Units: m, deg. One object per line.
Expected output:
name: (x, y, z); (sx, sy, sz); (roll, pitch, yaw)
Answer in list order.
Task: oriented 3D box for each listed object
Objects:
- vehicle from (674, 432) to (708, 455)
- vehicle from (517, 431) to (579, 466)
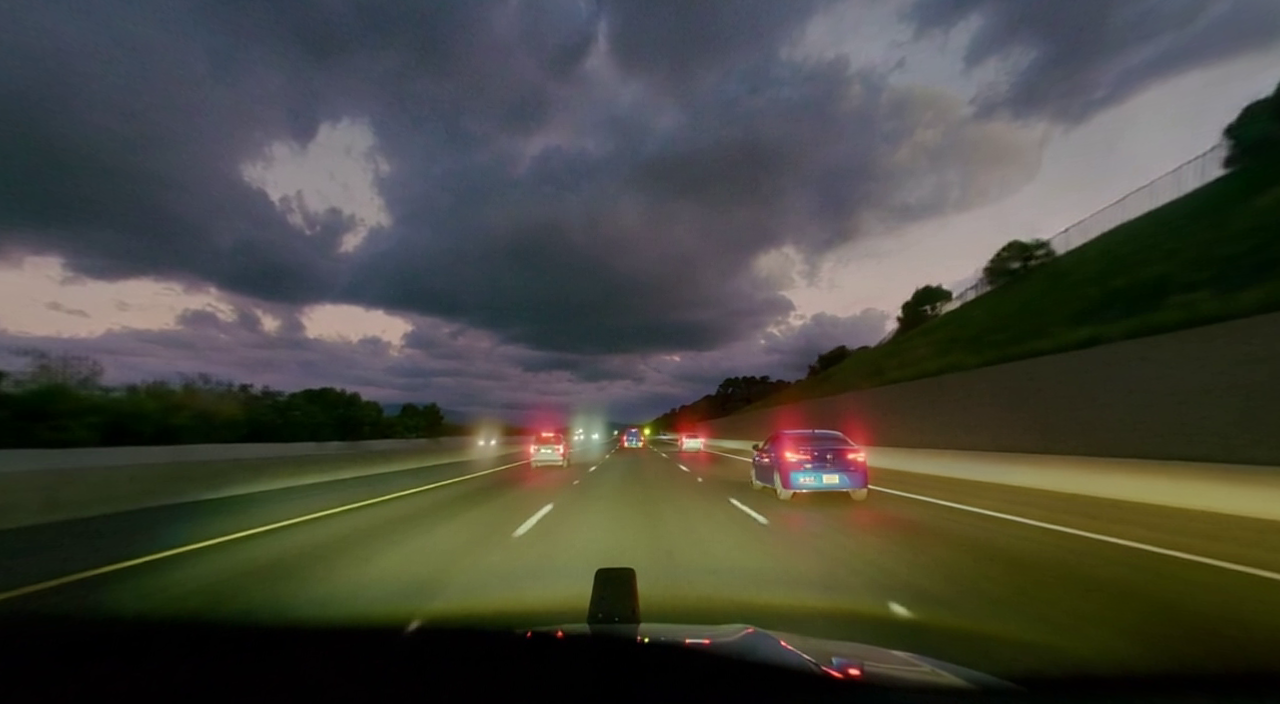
vehicle: (3.390, 6.159, 42.332); (1.806, 1.469, 3.681); (0, -8, -2)
vehicle: (-4.097, 4.356, 28.732); (2.204, 1.486, 4.121); (0, -8, 0)
